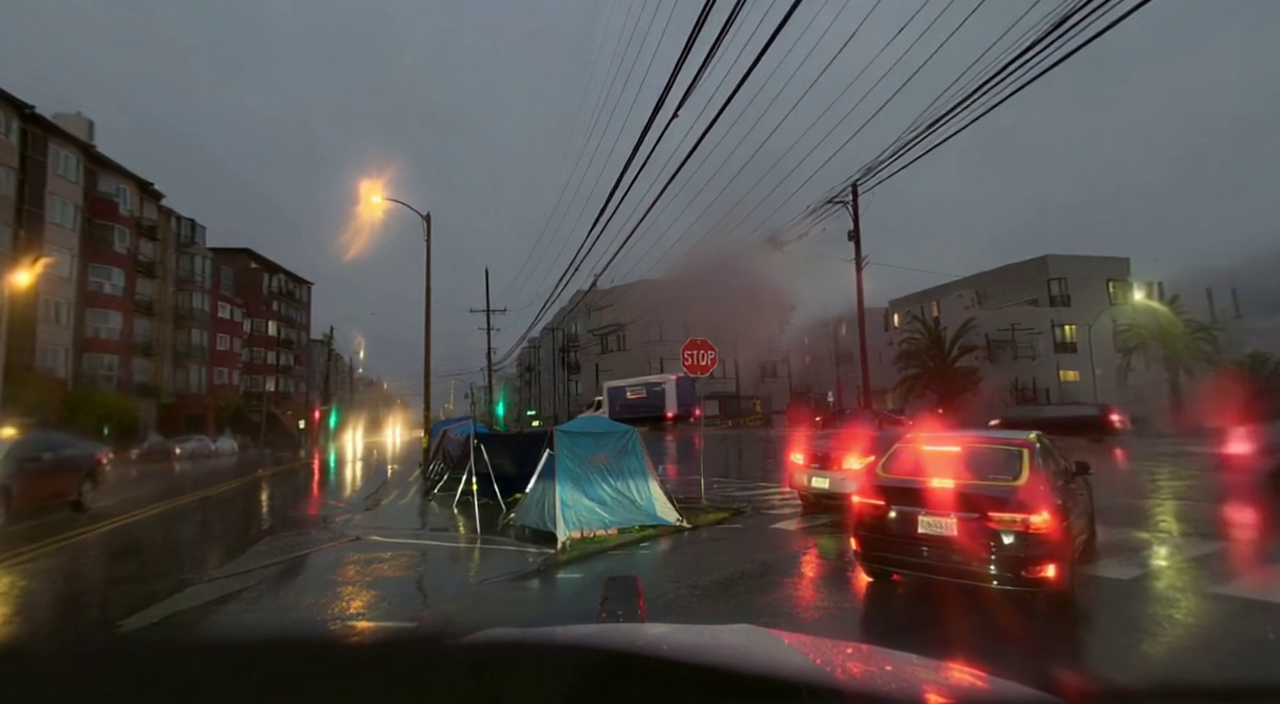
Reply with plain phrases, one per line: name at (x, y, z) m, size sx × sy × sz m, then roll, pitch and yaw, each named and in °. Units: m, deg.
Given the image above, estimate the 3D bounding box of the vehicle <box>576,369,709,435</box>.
vehicle at (-0.023, 2.841, 33.877) m, size 7.172 × 3.075 × 2.584 m, roll -7°, pitch -10°, yaw 41°

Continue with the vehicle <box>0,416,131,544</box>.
vehicle at (-10.048, 1.963, 9.907) m, size 1.987 × 1.686 × 3.971 m, roll 0°, pitch -8°, yaw -20°

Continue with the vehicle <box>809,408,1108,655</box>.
vehicle at (3.403, 1.544, 6.599) m, size 1.945 × 1.647 × 4.160 m, roll -6°, pitch -10°, yaw 32°

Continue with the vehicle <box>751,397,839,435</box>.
vehicle at (8.250, 3.507, 33.991) m, size 1.805 × 1.694 × 4.214 m, roll 10°, pitch -14°, yaw -44°

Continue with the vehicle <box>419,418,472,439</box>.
vehicle at (-15.167, 5.976, 49.167) m, size 2.089 × 1.506 × 4.641 m, roll 7°, pitch -11°, yaw -41°
